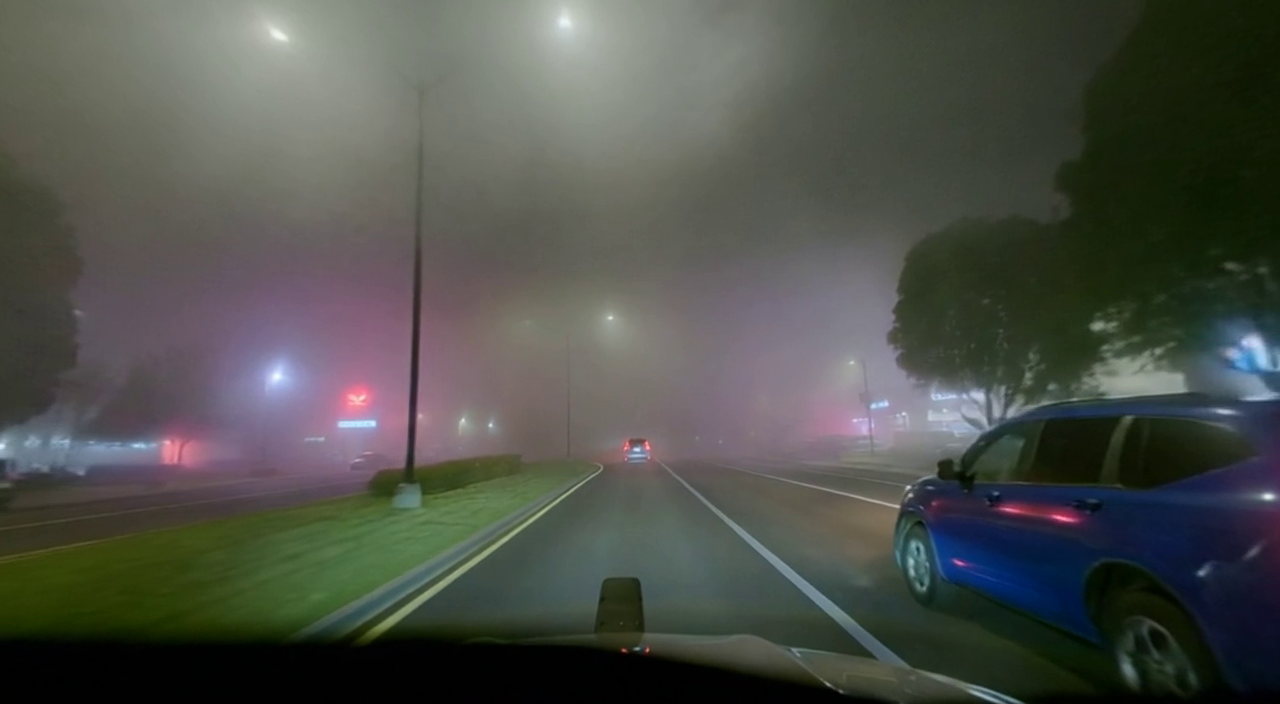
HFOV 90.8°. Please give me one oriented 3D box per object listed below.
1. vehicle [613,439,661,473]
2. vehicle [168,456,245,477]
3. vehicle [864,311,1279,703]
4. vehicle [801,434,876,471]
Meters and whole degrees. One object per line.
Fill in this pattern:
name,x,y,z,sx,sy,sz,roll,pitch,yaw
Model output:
vehicle,-0.168,4.898,29.971,2.126,1.475,3.967,0,-8,-1
vehicle,-33.230,8.746,48.485,4.741,1.442,1.957,6,-10,-36
vehicle,3.206,0.937,3.672,2.110,1.698,4.397,0,-8,-1
vehicle,10.066,5.128,32.466,2.079,1.716,4.771,0,-8,-2
